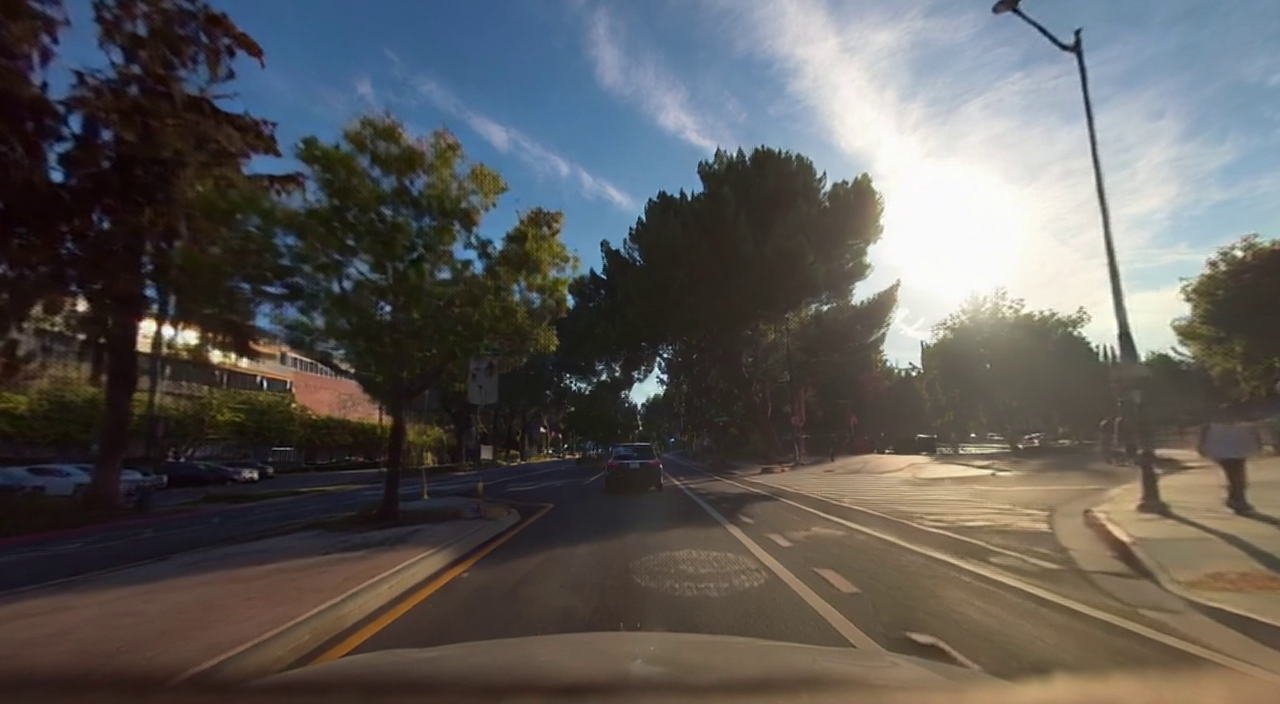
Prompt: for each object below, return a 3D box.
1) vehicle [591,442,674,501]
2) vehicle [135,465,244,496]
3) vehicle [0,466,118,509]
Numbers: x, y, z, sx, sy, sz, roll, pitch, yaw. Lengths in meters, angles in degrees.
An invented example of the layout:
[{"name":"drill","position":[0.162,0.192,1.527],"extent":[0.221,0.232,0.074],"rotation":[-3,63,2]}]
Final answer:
[{"name":"vehicle","position":[-0.207,3.562,19.243],"extent":[2.221,1.570,4.398],"rotation":[0,-9,0]},{"name":"vehicle","position":[-22.940,6.542,32.299],"extent":[4.086,1.478,1.844],"rotation":[0,-9,-4]},{"name":"vehicle","position":[-23.287,5.200,24.462],"extent":[4.204,1.522,1.998],"rotation":[0,-9,-3]}]
